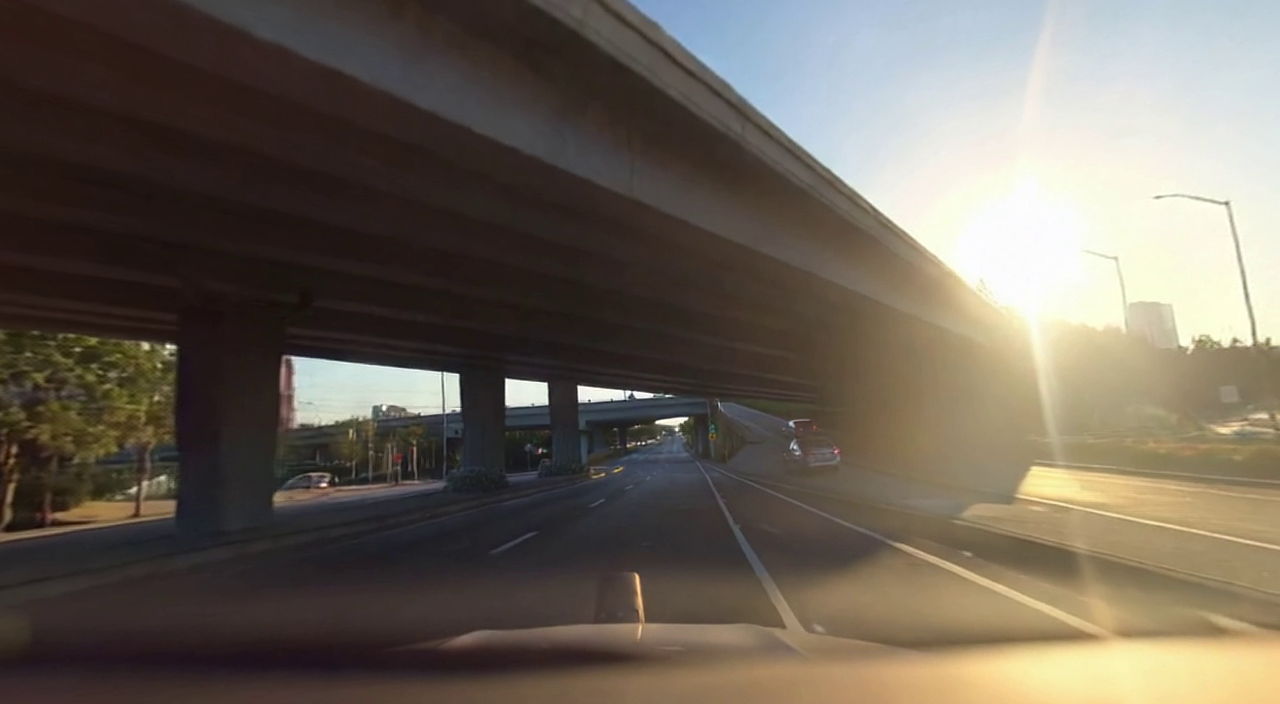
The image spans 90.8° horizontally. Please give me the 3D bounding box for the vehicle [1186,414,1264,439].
[{"bbox_3d":[43.829,5.611,47.450,1.744,1.705,4.514,-2,-8,5],"label":"vehicle"}]

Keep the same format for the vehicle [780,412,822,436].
[{"bbox_3d":[11.329,5.164,44.755,2.048,1.516,3.874,-1,-8,2],"label":"vehicle"}]

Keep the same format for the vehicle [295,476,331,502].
[{"bbox_3d":[-22.851,9.550,44.228,2.105,1.469,4.514,3,-9,-26],"label":"vehicle"}]
